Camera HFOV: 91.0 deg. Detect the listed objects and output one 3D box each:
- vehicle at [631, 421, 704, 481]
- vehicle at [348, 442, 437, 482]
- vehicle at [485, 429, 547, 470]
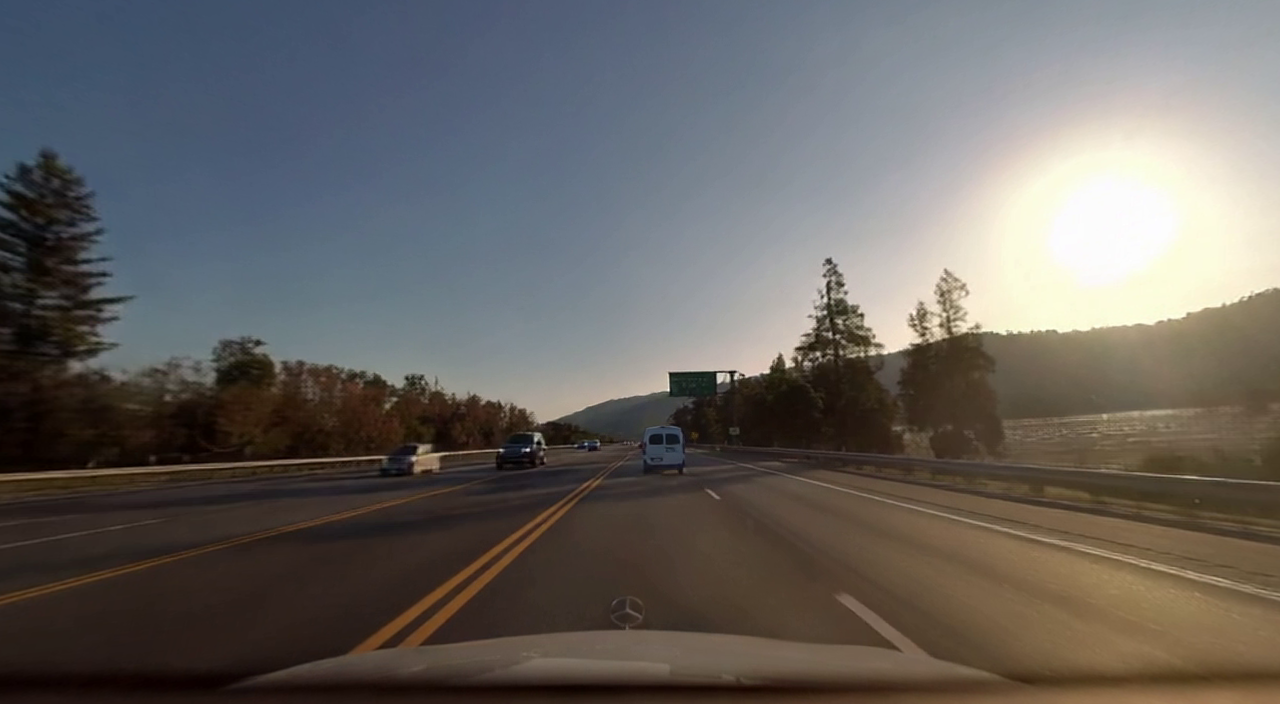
[{"bbox_3d":[0.971,3.684,23.594,2.469,2.027,4.554,0,-8,1],"label":"vehicle"},{"bbox_3d":[-10.880,4.838,28.028,2.041,1.606,4.507,0,-8,1],"label":"vehicle"},{"bbox_3d":[-7.254,5.760,37.394,2.546,2.262,5.135,0,-8,1],"label":"vehicle"}]
